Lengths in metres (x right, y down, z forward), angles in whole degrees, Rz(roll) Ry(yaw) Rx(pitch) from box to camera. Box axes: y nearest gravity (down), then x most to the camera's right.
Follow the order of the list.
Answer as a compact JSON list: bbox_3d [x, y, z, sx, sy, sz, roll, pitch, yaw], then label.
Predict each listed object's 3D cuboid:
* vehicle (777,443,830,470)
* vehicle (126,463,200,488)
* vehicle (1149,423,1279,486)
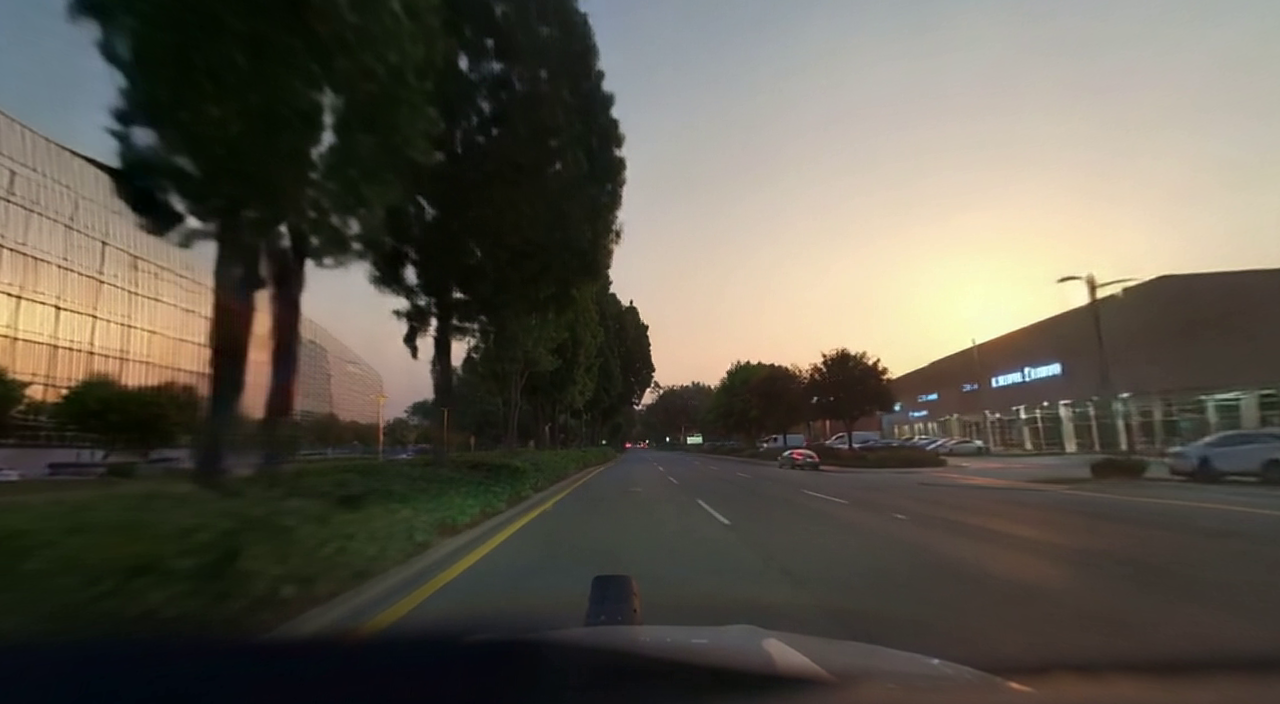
[{"bbox_3d":[10.079,6.452,39.130,2.013,1.551,4.460,0,-8,-1],"label":"vehicle"},{"bbox_3d":[-30.646,7.948,40.509,3.440,1.394,1.613,-1,-7,-1],"label":"vehicle"},{"bbox_3d":[19.199,3.090,19.358,2.179,1.767,5.837,-2,-8,0],"label":"vehicle"}]
